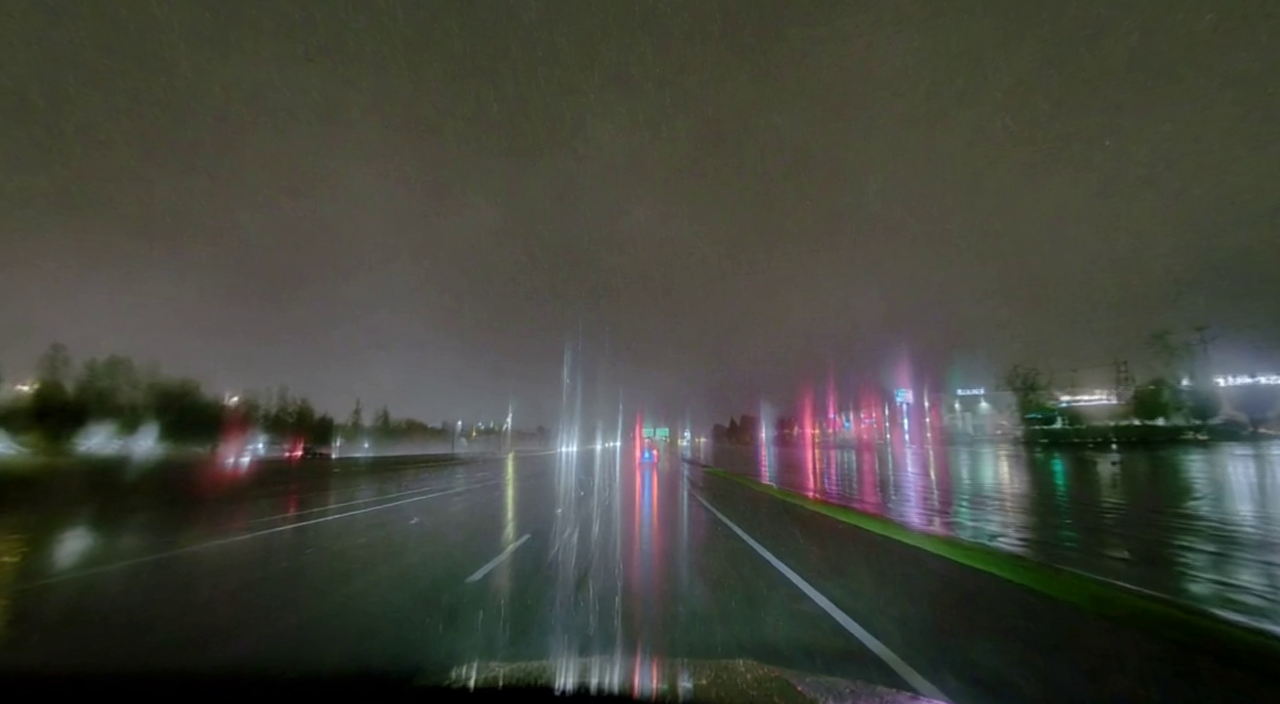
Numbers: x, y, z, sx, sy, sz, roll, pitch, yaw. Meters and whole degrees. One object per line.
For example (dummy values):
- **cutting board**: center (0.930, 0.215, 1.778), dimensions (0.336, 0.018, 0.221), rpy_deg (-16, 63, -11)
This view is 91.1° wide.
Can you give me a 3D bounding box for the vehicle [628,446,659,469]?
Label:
- **vehicle**: center (0.269, 7.291, 43.770), dimensions (2.014, 1.507, 3.960), rpy_deg (0, -9, 1)
